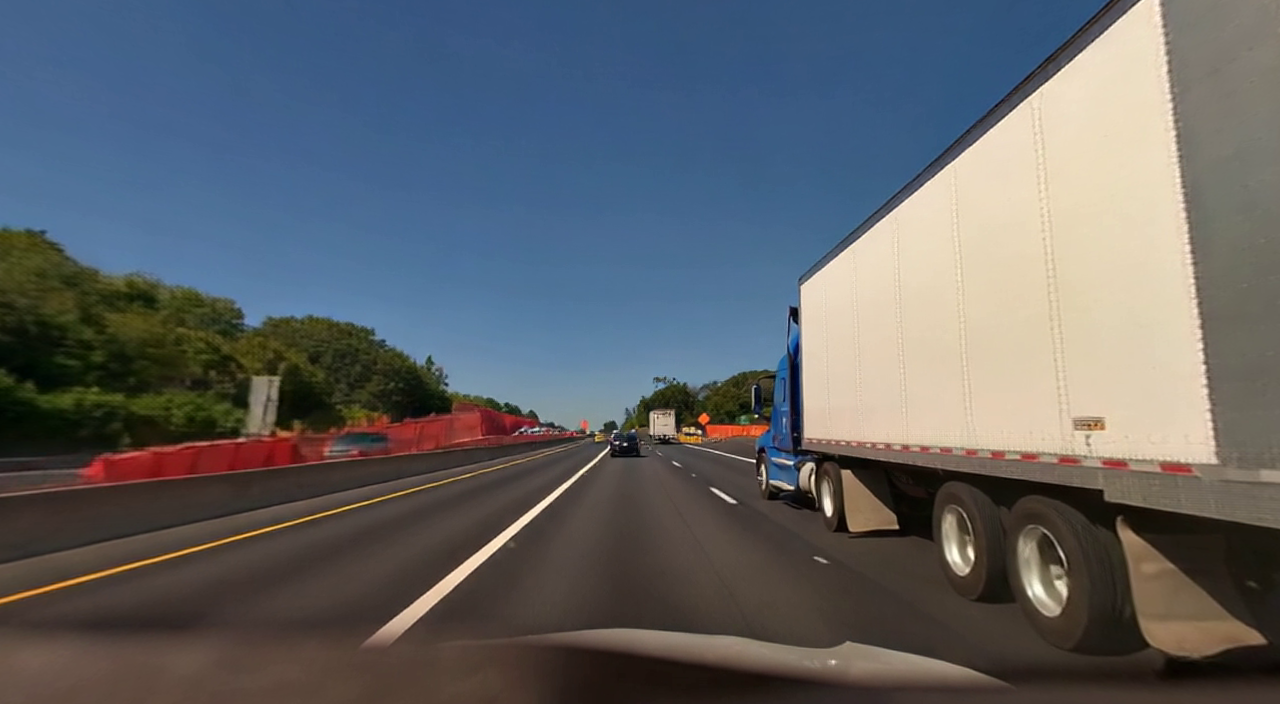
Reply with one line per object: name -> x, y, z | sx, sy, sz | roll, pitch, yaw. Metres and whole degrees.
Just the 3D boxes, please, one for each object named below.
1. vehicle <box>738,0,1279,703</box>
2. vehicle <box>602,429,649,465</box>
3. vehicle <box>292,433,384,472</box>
vehicle -> 3.623, 0.368, 7.238 | 2.919, 3.634, 10.888 | 0, -8, -2
vehicle -> -0.609, 4.138, 27.739 | 1.929, 1.469, 3.677 | 0, -8, -1
vehicle -> -12.015, 4.012, 25.394 | 1.742, 1.415, 4.162 | 0, -8, -1
